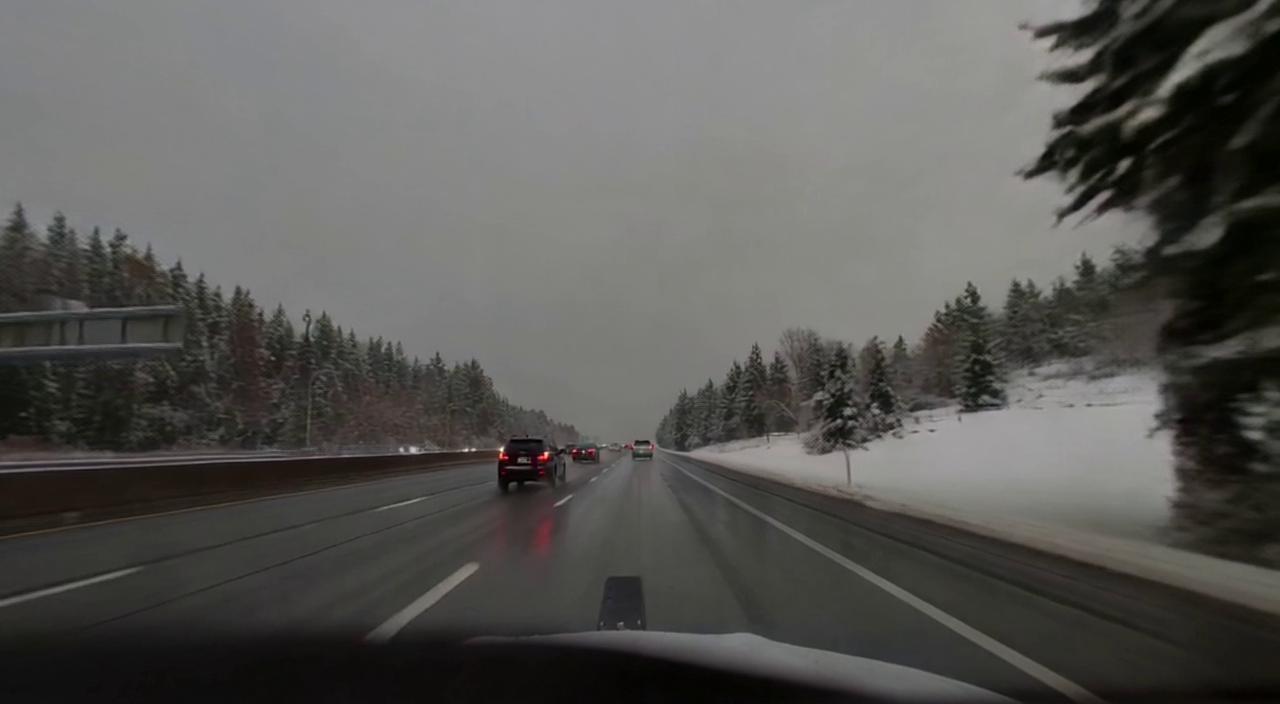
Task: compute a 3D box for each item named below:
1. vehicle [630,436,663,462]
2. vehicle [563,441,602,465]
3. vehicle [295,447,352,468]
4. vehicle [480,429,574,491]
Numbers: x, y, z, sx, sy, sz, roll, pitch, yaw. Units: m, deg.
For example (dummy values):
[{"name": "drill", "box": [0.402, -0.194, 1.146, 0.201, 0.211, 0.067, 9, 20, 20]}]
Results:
[{"name": "vehicle", "box": [0.435, 7.137, 46.298, 2.285, 1.797, 4.478, 0, -8, -1]}, {"name": "vehicle", "box": [-3.656, 6.449, 40.311, 2.055, 1.431, 3.921, 0, -8, 1]}, {"name": "vehicle", "box": [-24.762, 8.232, 49.262, 1.938, 1.479, 4.731, 0, -8, 1]}, {"name": "vehicle", "box": [-3.306, 3.256, 19.264, 2.056, 1.679, 4.204, 0, -8, 1]}]
